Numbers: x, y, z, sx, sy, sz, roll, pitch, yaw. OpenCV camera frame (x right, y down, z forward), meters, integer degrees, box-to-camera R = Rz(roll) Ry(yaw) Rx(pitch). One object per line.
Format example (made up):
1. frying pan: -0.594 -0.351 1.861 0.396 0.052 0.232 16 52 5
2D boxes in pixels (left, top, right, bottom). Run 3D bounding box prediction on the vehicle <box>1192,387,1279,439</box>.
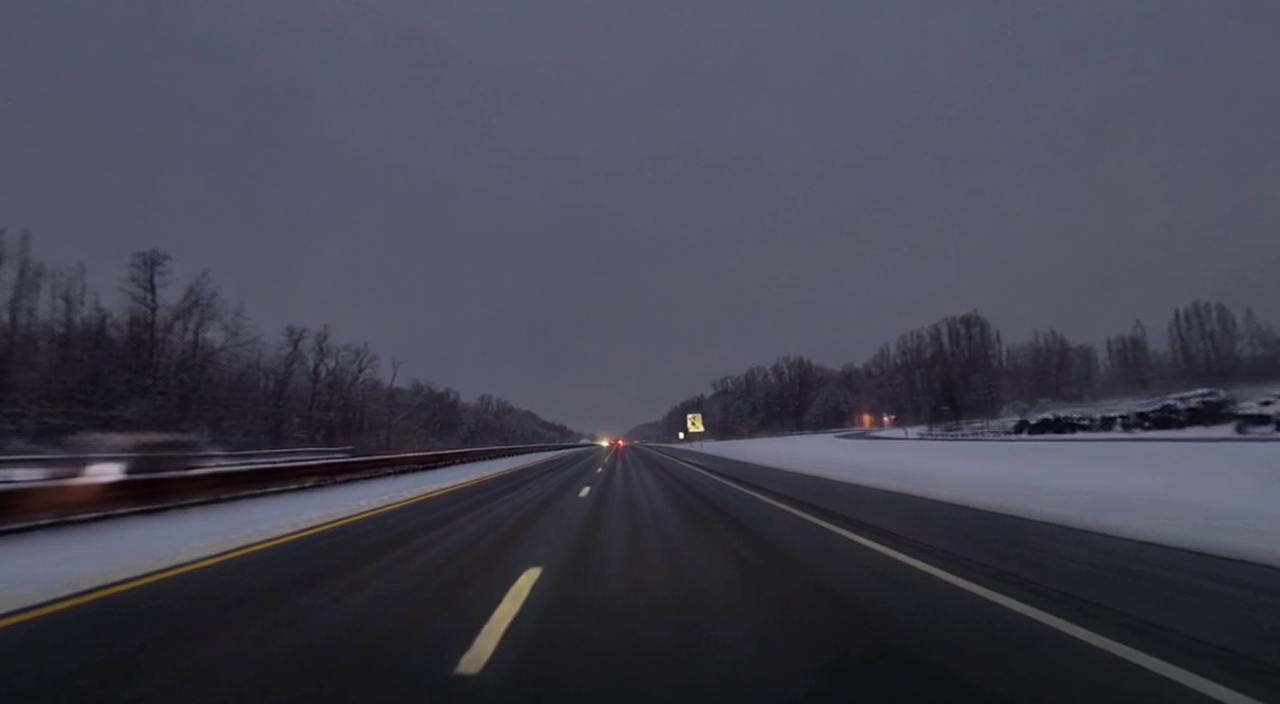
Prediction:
1. vehicle: 43.007 4.300 43.322 2.825 3.337 7.900 -2 -8 2
